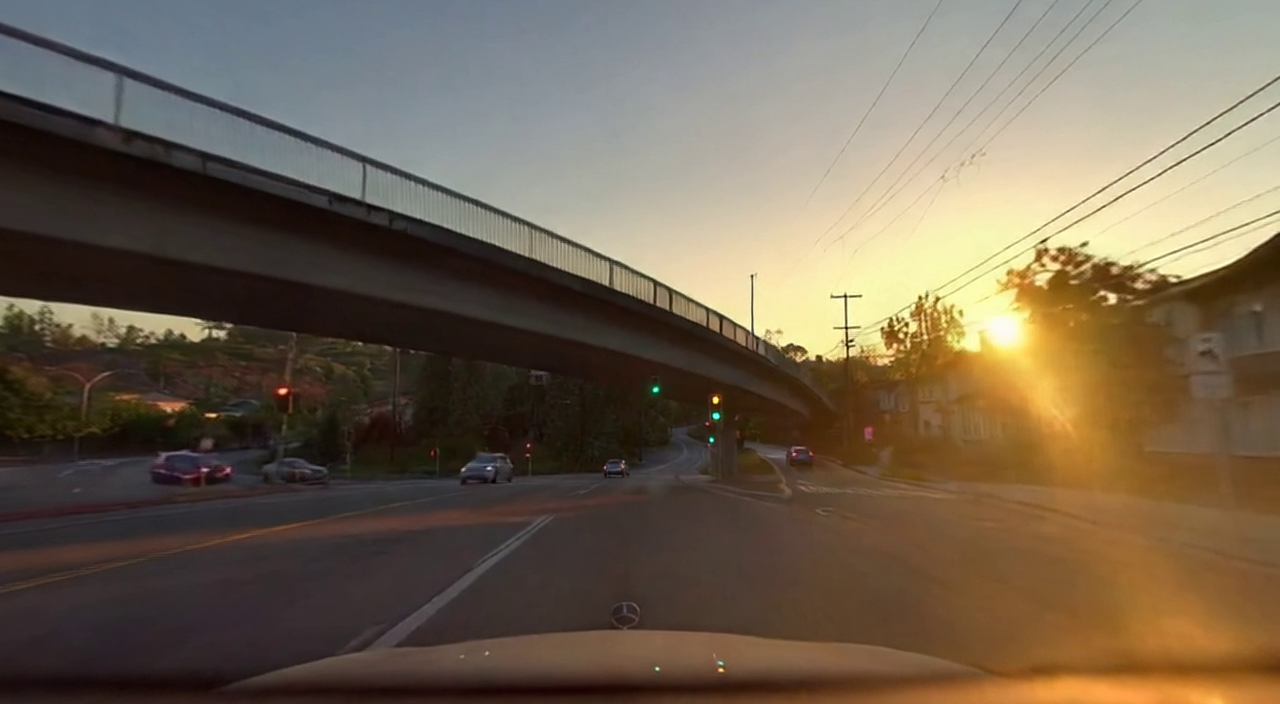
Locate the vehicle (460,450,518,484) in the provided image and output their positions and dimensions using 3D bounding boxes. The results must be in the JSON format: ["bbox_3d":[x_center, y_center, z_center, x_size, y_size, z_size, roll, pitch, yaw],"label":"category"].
[{"bbox_3d":[-7.893,6.018,33.403,1.886,1.654,4.037,0,-9,2],"label":"vehicle"}]

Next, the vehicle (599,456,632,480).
[{"bbox_3d":[-1.735,8.432,46.150,1.997,1.542,4.202,-1,-9,4],"label":"vehicle"}]

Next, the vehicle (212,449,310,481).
[{"bbox_3d":[-20.162,6.034,33.791,3.877,1.623,2.049,1,-9,-6],"label":"vehicle"}]

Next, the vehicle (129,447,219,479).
[{"bbox_3d":[-27.954,6.616,37.887,4.598,1.765,1.955,-3,-9,20],"label":"vehicle"}]
